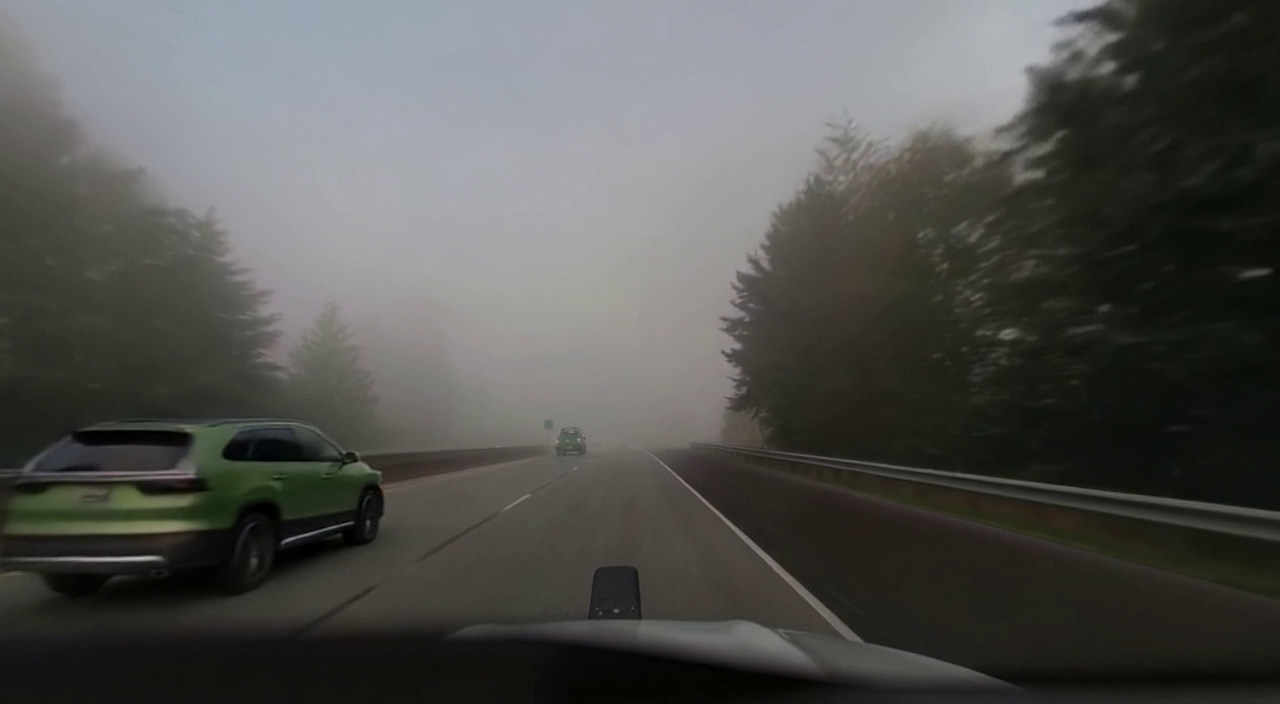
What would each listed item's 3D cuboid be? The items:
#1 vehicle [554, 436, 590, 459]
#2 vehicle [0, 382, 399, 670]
[{"bbox_3d":[-4.672,6.599,43.794,2.063,1.496,4.225,0,-8,-1],"label":"vehicle"},{"bbox_3d":[-4.194,1.303,5.961,2.070,1.647,4.577,0,-8,-1],"label":"vehicle"}]
